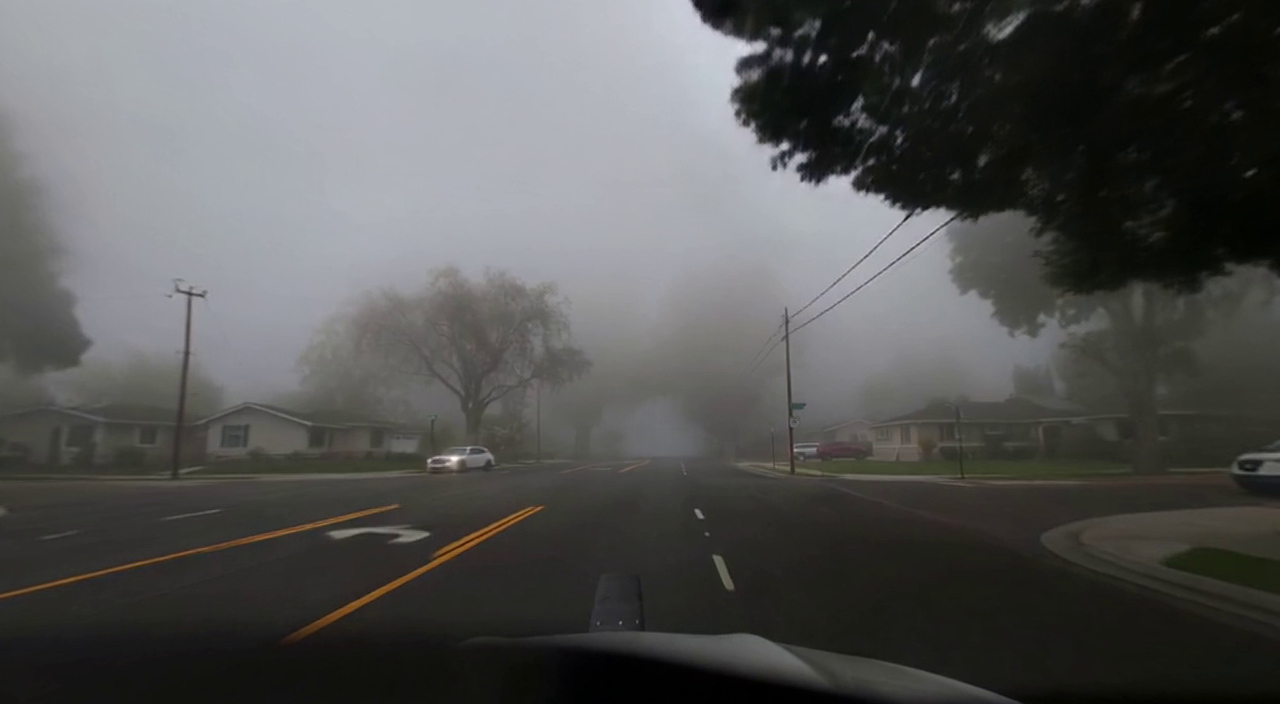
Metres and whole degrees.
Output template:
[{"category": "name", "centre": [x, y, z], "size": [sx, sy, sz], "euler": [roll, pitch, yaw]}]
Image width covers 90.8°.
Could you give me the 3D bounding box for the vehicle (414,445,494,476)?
[{"category": "vehicle", "centre": [-10.510, 6.126, 36.072], "size": [2.064, 1.596, 4.716], "euler": [-3, -9, 17]}]
